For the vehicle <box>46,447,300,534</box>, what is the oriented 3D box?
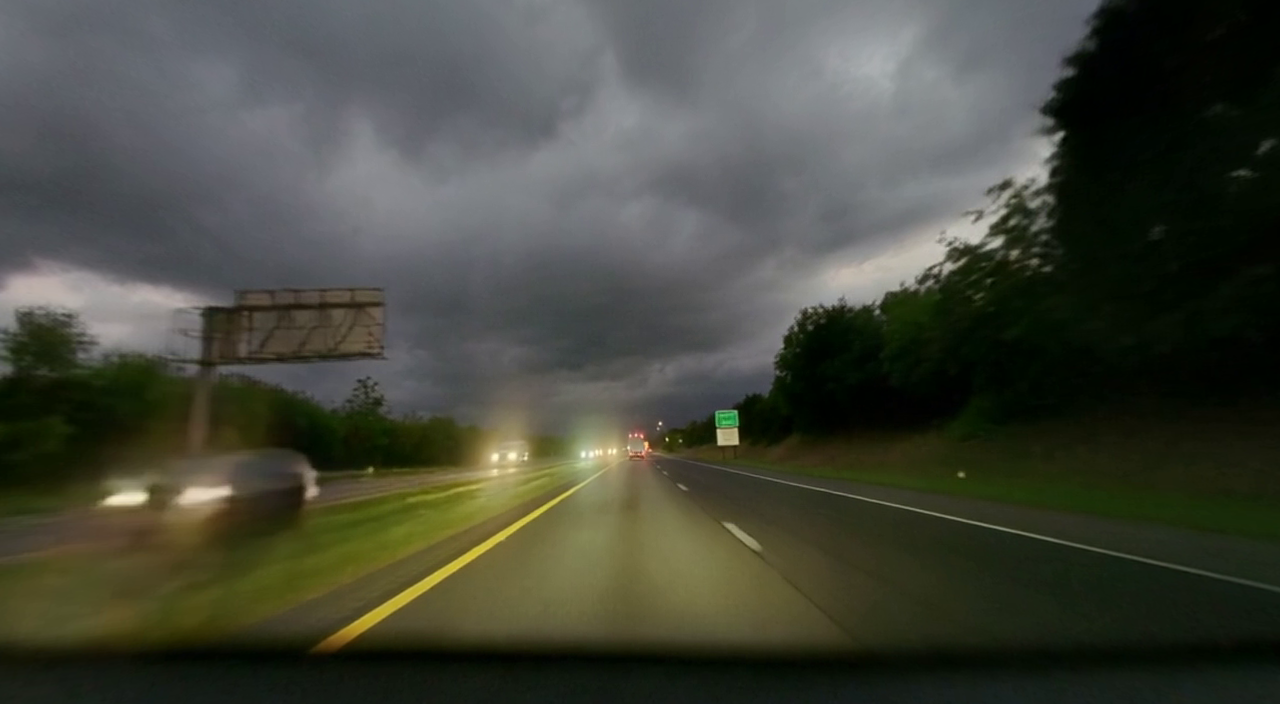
[{"bbox_3d":[-9.645,2.834,13.584,1.915,1.530,4.629,0,-9,0],"label":"vehicle"}]
